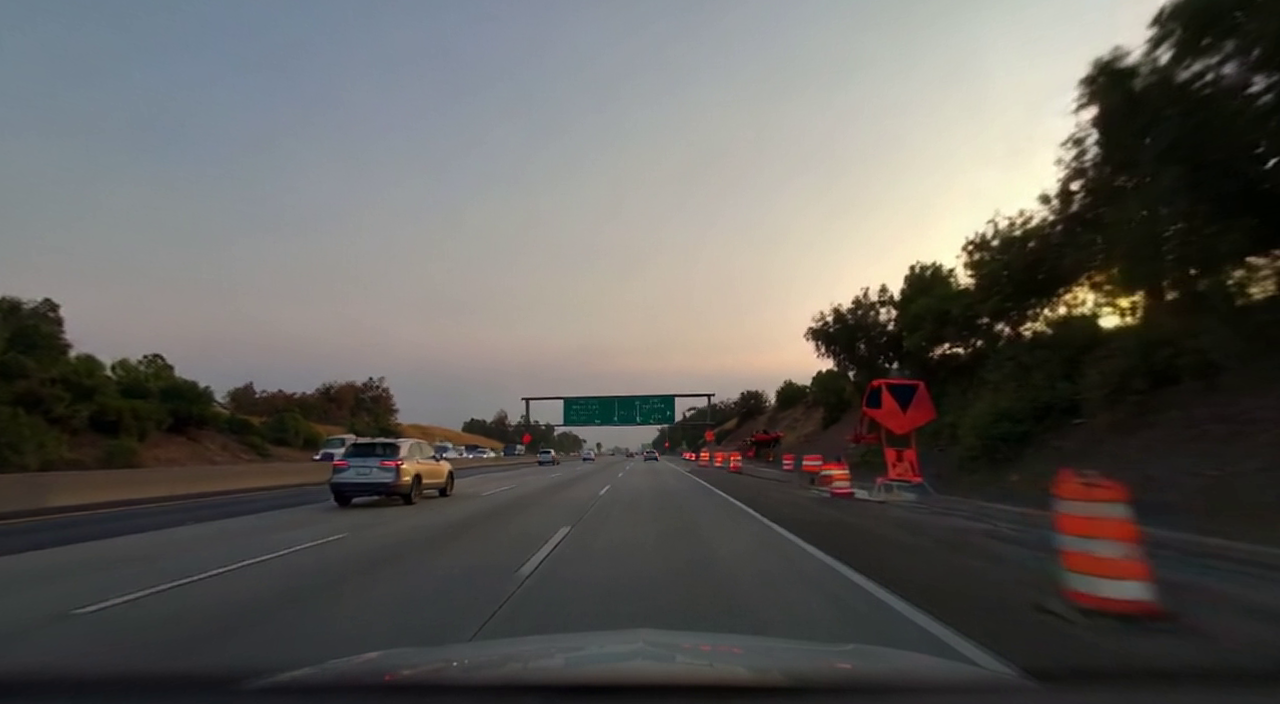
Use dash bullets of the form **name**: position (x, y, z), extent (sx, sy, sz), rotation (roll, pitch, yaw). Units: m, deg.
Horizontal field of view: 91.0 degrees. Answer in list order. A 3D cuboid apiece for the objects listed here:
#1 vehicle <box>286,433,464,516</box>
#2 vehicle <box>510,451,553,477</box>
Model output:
- **vehicle**: position (-6.276, 2.954, 15.708), extent (2.402, 1.733, 4.512), rotation (0, -9, 1)
- **vehicle**: position (-6.699, 6.981, 39.415), extent (1.895, 1.506, 4.245), rotation (0, -9, 1)
